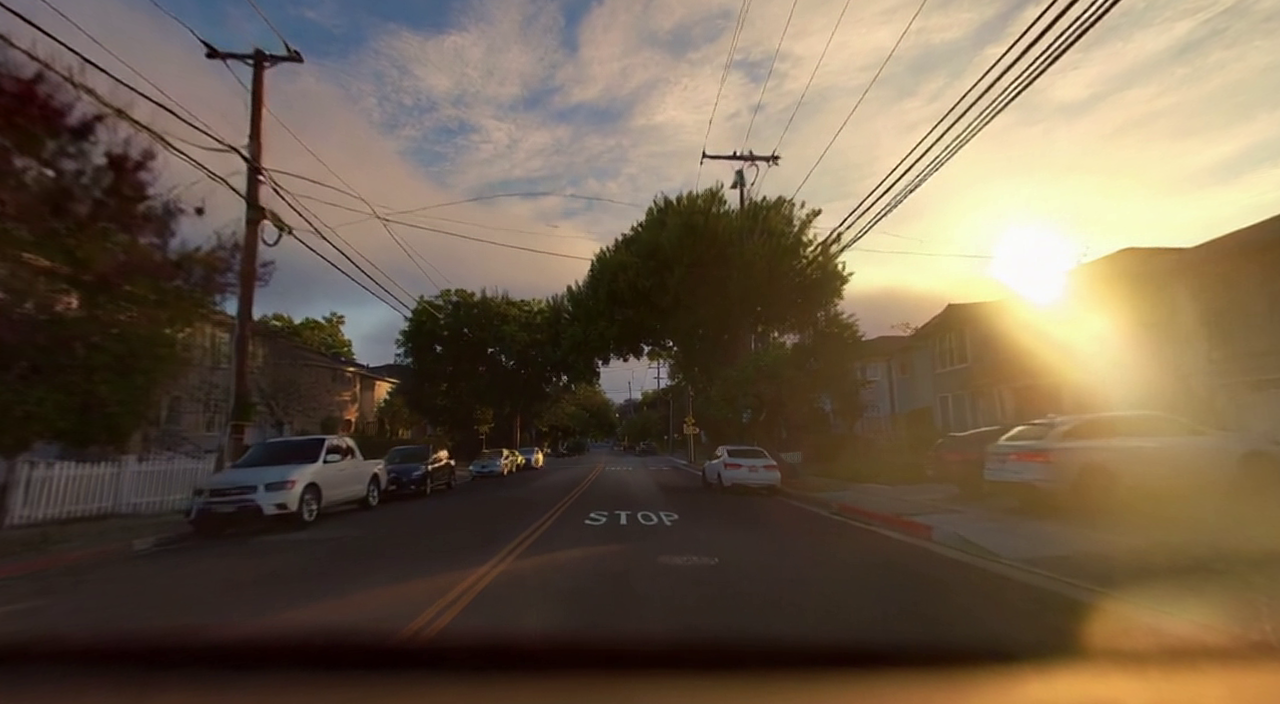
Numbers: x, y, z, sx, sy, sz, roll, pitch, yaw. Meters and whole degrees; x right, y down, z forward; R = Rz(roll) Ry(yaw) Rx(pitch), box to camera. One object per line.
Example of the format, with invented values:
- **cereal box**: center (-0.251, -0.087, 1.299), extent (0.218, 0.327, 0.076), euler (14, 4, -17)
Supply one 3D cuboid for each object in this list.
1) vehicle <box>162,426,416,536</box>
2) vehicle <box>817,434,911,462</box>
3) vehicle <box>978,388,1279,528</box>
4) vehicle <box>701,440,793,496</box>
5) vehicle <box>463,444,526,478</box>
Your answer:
- **vehicle**: center (-6.640, 2.486, 12.955), extent (2.136, 1.757, 5.365), euler (0, -8, 0)
- **vehicle**: center (16.422, 7.071, 46.575), extent (6.022, 1.953, 2.250), euler (0, -8, 0)
- **vehicle**: center (8.378, 1.651, 10.167), extent (4.507, 1.939, 2.304), euler (0, -8, -4)
- **vehicle**: center (3.232, 3.615, 20.264), extent (1.963, 1.536, 5.446), euler (0, -8, 0)
- **vehicle**: center (-6.999, 5.289, 30.959), extent (2.056, 1.481, 4.451), euler (0, -8, 0)
